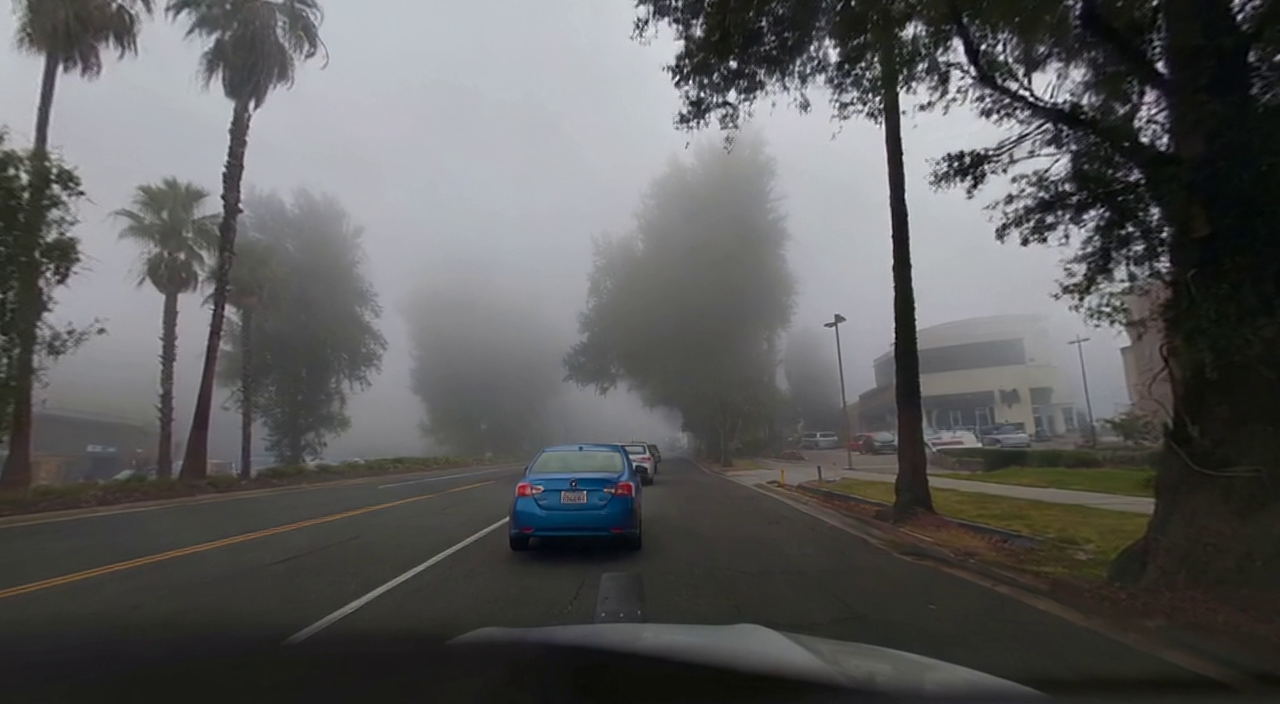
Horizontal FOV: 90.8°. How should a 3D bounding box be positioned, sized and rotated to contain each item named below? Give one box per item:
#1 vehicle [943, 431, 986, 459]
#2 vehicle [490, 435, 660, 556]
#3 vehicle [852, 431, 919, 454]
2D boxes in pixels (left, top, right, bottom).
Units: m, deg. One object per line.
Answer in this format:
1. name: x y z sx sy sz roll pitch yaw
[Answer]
1. vehicle: 19.139 5.468 37.155 1.961 1.526 4.640 -5 -10 29
2. vehicle: -0.883 2.040 9.723 2.067 1.459 3.886 0 -8 -3
3. vehicle: 19.183 7.104 49.455 1.925 1.652 4.490 6 -10 -34
